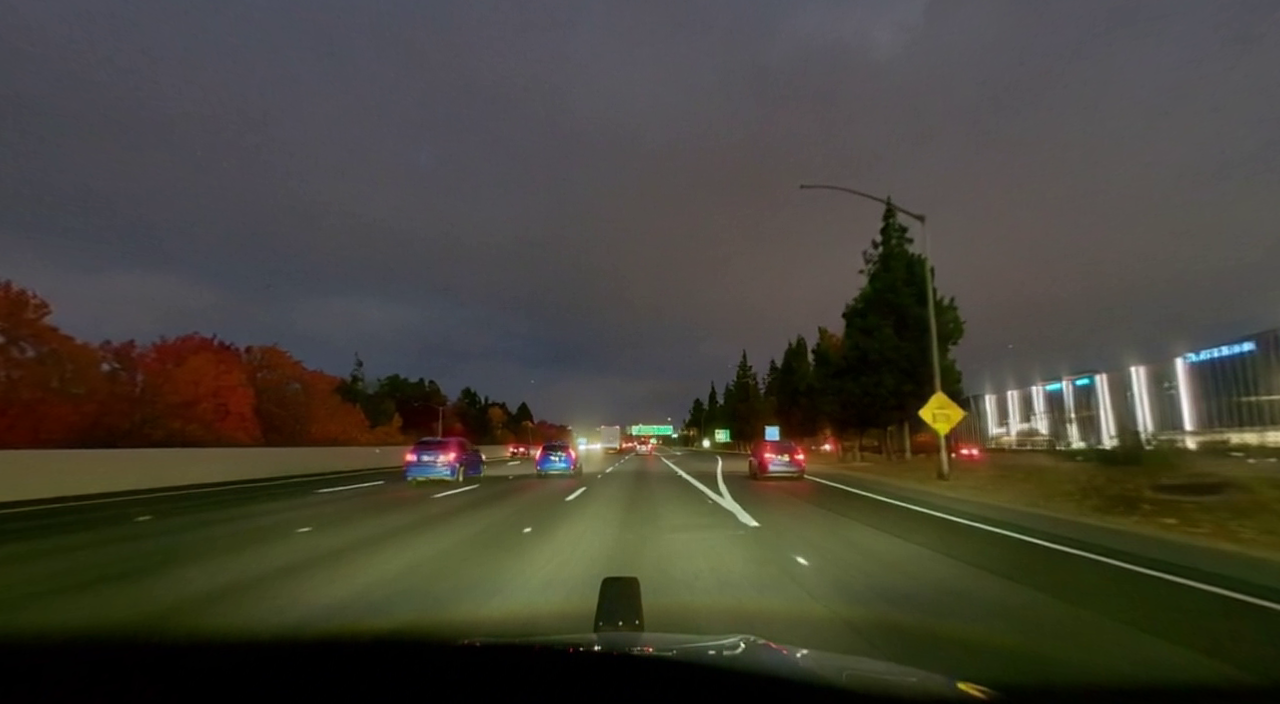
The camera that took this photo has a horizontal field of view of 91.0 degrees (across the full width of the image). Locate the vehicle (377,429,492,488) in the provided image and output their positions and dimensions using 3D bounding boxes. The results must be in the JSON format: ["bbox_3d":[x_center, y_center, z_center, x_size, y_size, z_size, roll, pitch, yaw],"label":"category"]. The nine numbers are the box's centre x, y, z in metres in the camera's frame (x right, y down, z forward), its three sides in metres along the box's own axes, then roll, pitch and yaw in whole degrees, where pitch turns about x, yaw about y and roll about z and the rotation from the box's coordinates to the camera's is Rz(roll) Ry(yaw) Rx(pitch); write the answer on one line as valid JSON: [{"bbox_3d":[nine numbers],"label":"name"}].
[{"bbox_3d":[-7.253,3.832,22.981,2.314,1.842,5.279,0,-9,1],"label":"vehicle"}]

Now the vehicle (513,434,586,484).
[{"bbox_3d":[-3.383,4.092,24.362,2.111,1.742,4.315,0,-9,1],"label":"vehicle"}]

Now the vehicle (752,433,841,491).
[{"bbox_3d":[5.195,3.704,21.618,2.101,1.742,4.495,0,-9,3],"label":"vehicle"}]
